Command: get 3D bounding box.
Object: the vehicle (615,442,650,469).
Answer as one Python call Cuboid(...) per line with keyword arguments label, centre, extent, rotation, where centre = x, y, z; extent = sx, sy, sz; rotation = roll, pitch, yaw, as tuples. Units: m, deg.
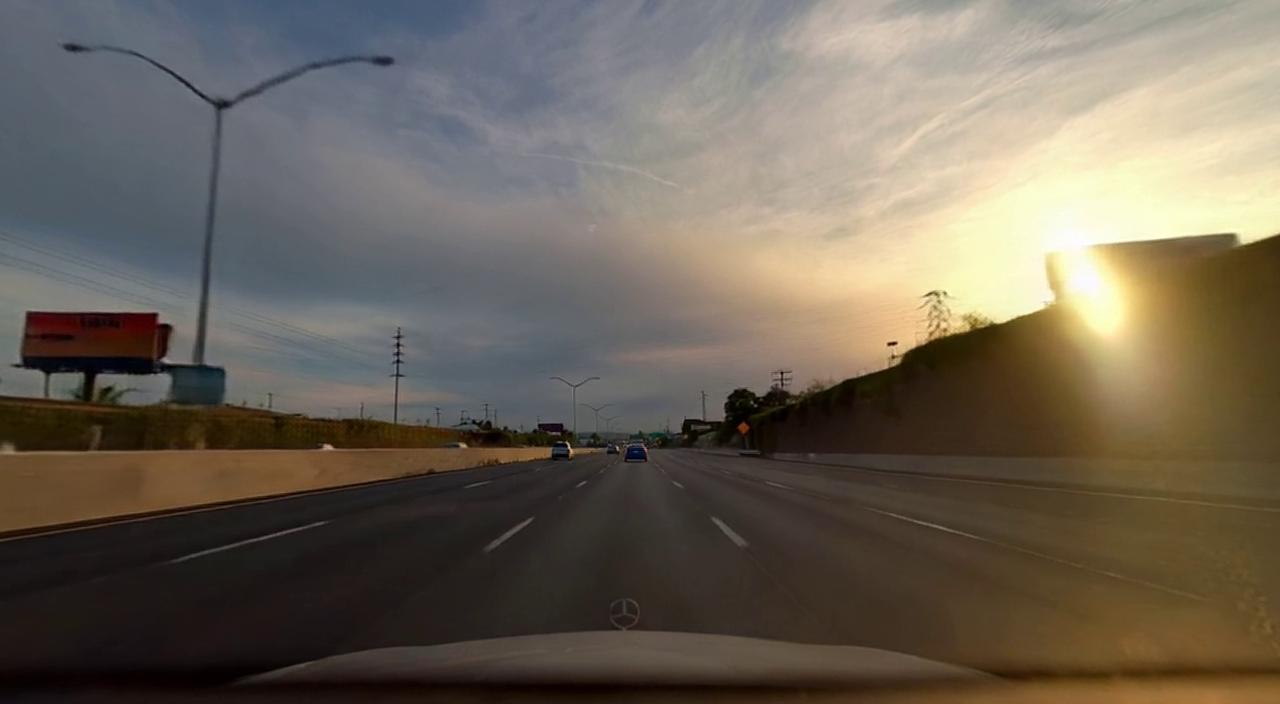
Cuboid(label="vehicle", centre=(-0.503, 6.435, 39.545), extent=(2.074, 1.574, 3.971), rotation=(0, -8, -1))
